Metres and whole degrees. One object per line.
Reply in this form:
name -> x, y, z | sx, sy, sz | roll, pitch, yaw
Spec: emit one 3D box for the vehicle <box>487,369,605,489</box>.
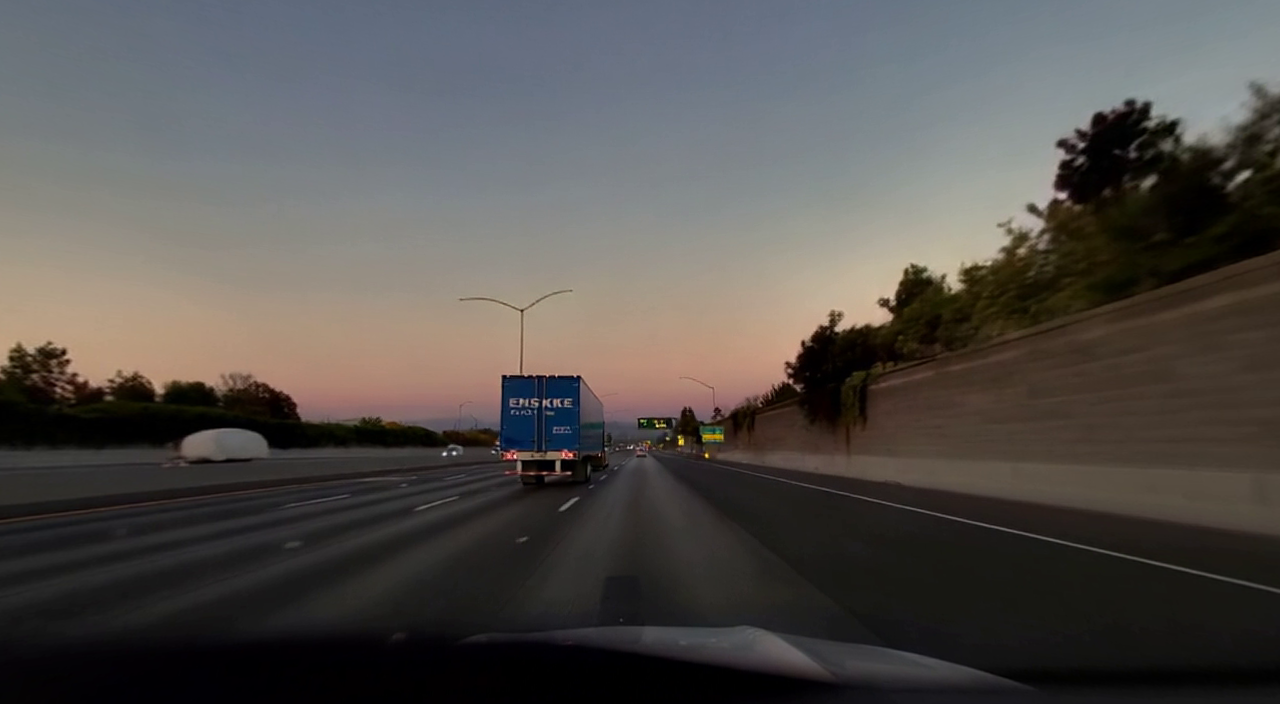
vehicle -> -3.405, 3.367, 26.450 | 3.059, 3.956, 11.036 | 0, -9, 1
